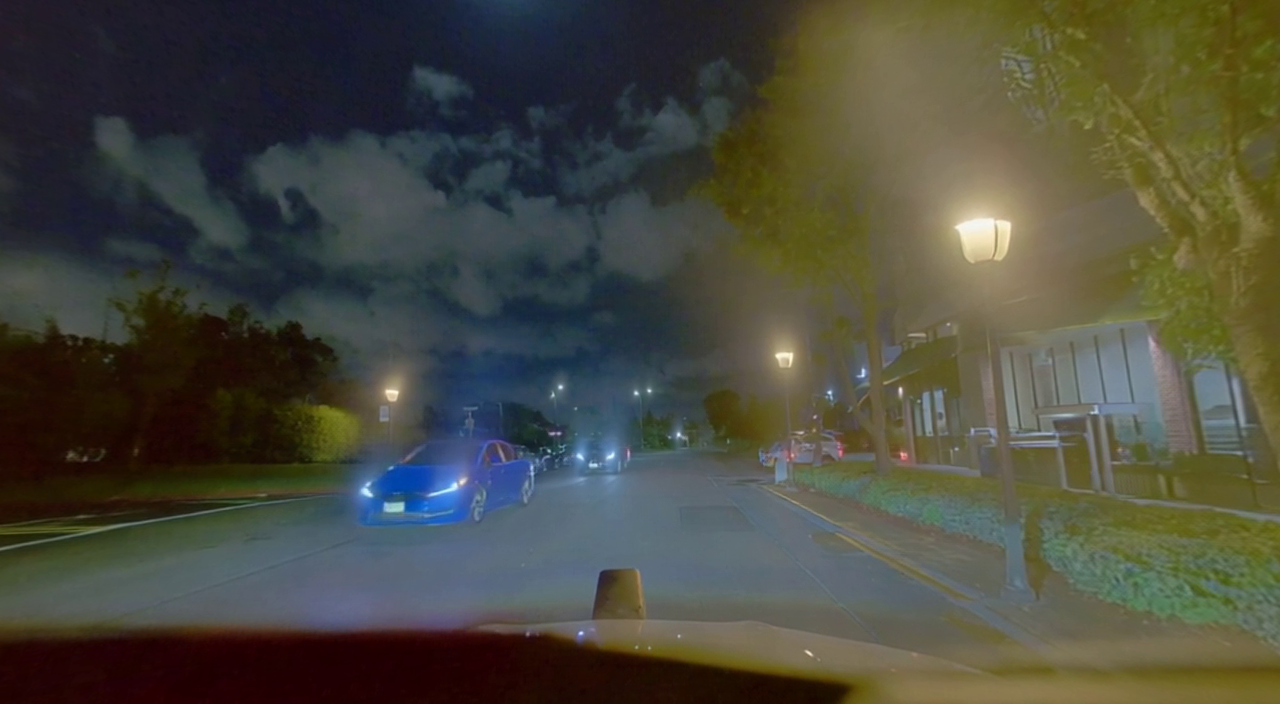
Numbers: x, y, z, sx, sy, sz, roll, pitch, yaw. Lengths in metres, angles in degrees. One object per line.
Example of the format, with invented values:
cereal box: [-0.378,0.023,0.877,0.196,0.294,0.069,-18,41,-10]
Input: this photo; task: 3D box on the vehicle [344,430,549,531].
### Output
vehicle: [-3.286,2.298,11.918,2.056,1.508,4.596,-1,-9,5]

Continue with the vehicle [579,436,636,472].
vehicle: [-1.544,5.091,31.746,2.110,1.651,4.410,-1,-9,7]

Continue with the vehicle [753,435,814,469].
vehicle: [6.678,4.696,29.792,1.918,1.461,4.419,0,-8,1]
